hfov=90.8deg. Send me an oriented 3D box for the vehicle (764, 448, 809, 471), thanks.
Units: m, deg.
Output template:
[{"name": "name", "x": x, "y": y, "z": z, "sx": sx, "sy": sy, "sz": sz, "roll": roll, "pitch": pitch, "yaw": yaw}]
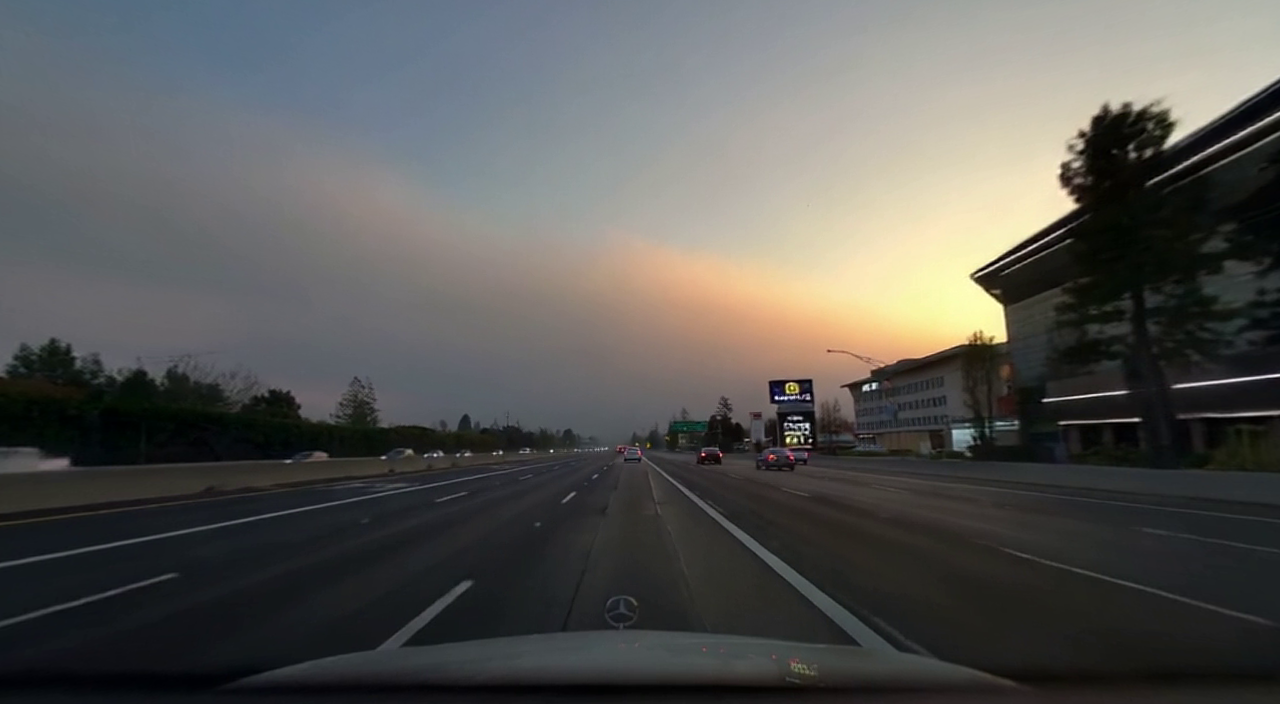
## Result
[{"name": "vehicle", "x": 10.052, "y": 7.370, "z": 43.705, "sx": 1.953, "sy": 1.473, "sz": 4.512, "roll": 0, "pitch": -9, "yaw": -1}]
